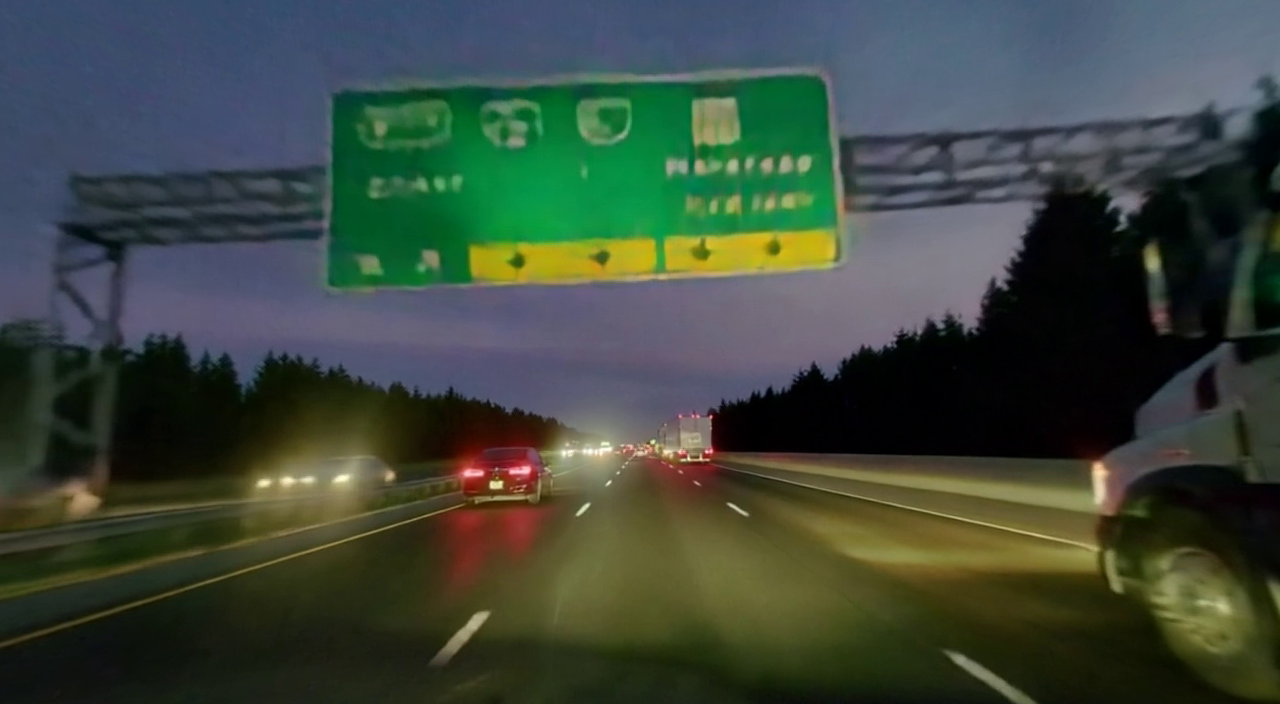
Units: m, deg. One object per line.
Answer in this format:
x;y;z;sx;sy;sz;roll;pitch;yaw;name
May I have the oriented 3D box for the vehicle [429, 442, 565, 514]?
-3.199;2.949;15.272;2.121;1.445;4.651;0;-9;1;vehicle
